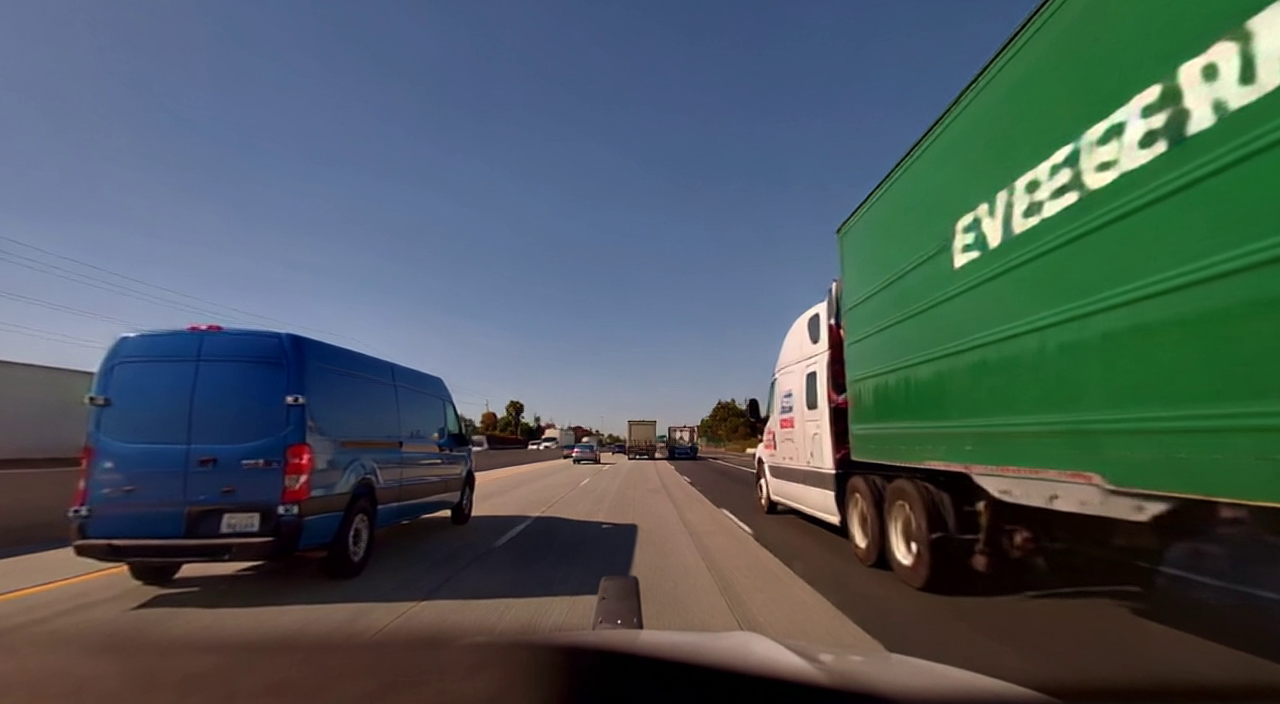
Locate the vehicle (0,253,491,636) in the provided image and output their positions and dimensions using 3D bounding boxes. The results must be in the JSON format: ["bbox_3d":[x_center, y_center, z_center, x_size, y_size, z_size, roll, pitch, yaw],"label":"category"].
[{"bbox_3d":[-3.981,1.132,8.091,2.557,2.855,6.674,0,-9,0],"label":"vehicle"}]

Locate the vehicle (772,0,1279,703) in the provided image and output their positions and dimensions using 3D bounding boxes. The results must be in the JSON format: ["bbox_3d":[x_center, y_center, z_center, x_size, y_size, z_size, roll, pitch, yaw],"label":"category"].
[{"bbox_3d":[3.984,0.050,4.789,2.951,3.974,13.340,0,-9,-1],"label":"vehicle"}]

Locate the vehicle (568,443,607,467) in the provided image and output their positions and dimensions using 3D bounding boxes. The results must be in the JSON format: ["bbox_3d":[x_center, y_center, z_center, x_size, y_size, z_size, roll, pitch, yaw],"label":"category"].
[{"bbox_3d":[-3.324,6.589,40.606,2.024,1.472,4.014,-1,-9,2],"label":"vehicle"}]
